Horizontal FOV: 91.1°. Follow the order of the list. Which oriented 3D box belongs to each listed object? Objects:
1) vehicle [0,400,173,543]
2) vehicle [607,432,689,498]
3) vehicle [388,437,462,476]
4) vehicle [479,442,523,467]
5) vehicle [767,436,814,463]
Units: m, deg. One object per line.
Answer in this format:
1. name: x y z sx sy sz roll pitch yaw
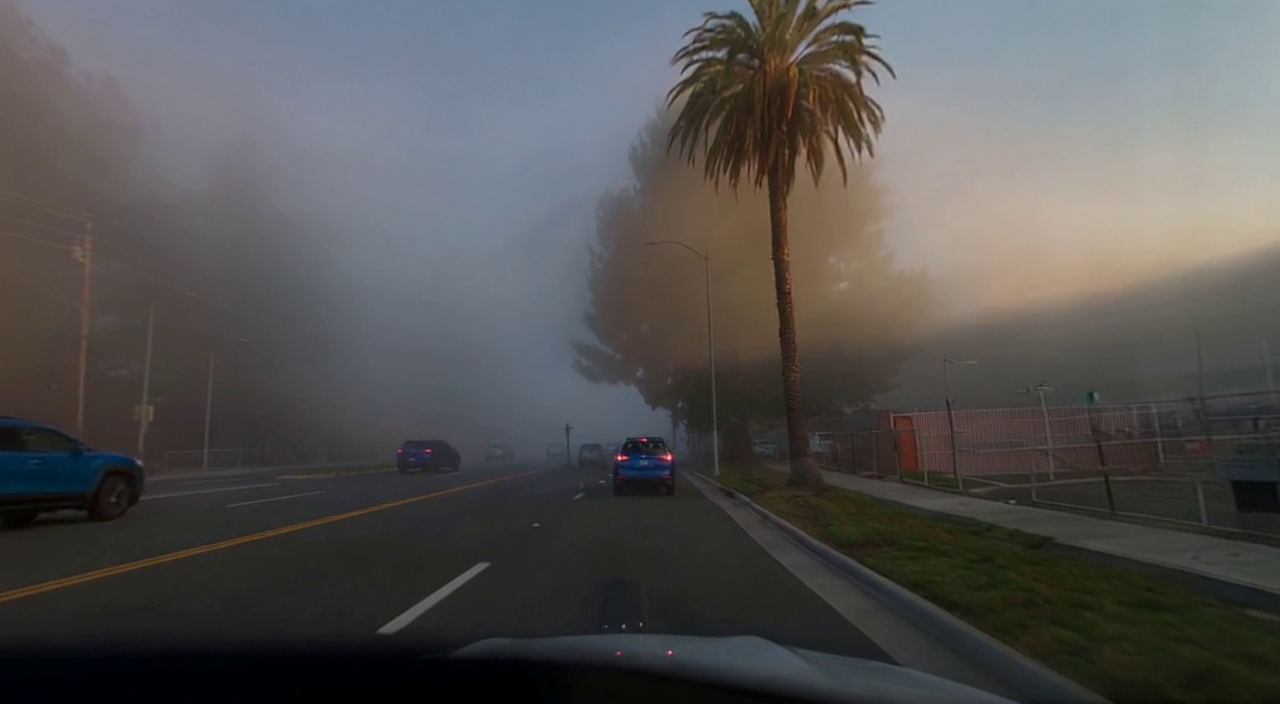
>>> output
1. vehicle: -9.890 1.685 8.962 2.269 1.934 5.350 0 -9 0
2. vehicle: 0.256 3.242 18.342 2.121 1.710 3.893 0 -9 1
3. vehicle: -10.307 5.052 30.472 1.965 1.743 4.327 0 -9 1
4. vehicle: -10.214 7.565 46.517 1.998 1.731 4.952 0 -9 1
5. vehicle: 8.517 5.475 35.280 1.837 1.416 3.947 -4 -9 23
